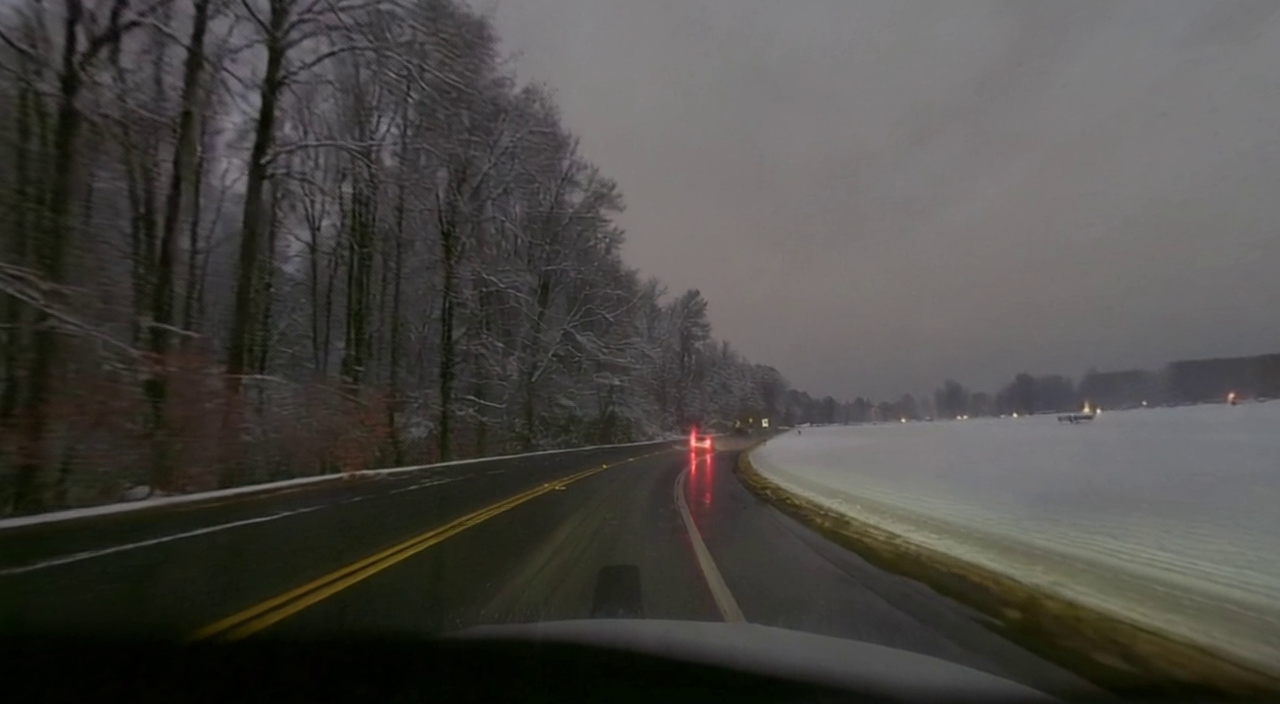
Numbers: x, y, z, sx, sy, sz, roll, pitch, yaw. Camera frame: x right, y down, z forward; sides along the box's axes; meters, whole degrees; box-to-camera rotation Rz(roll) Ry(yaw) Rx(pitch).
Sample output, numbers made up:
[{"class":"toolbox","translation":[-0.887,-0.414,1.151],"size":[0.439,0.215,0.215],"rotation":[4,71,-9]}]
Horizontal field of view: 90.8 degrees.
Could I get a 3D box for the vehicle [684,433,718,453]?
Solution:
[{"class":"vehicle","translation":[4.837,7.143,49.654],"size":[2.042,1.489,4.078],"rotation":[-2,-9,14]}]
